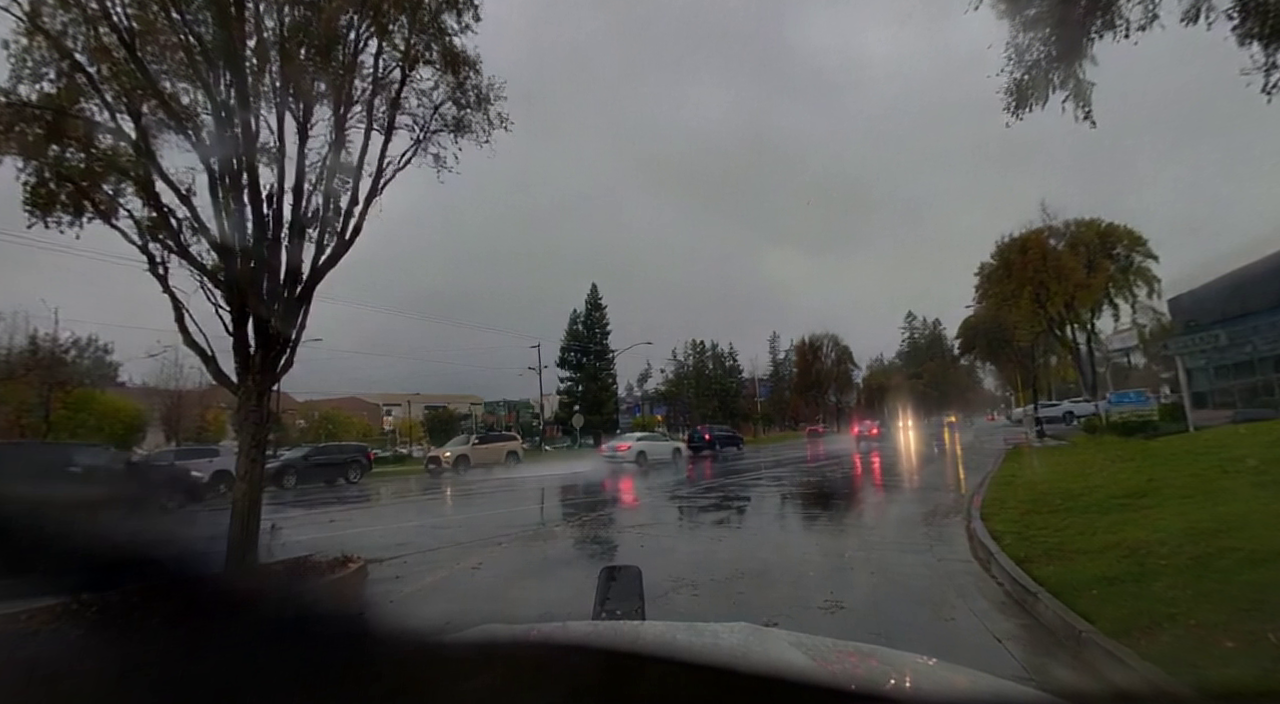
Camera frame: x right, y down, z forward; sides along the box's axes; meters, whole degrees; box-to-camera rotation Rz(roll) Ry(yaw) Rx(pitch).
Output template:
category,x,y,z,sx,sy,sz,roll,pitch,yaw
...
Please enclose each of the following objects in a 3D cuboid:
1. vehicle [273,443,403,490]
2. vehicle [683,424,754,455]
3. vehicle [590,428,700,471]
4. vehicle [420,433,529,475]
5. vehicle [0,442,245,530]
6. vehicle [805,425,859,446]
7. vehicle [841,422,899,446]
category,x,y,z,sx,sy,sz,roll,pitch,yaw
vehicle,-12.311,4.614,25.990,1.904,1.719,4.326,-6,-10,37
vehicle,5.240,5.720,41.405,2.195,1.909,5.353,-5,-10,37
vehicle,0.342,4.081,26.722,2.040,1.625,5.119,-5,-10,36
vehicle,-8.215,5.050,31.729,2.134,1.924,4.911,-7,-10,41
vehicle,-11.263,2.644,13.009,2.146,1.555,4.810,-8,-11,41
vehicle,14.816,6.427,48.603,2.218,1.466,5.191,-5,-9,37
vehicle,16.594,5.915,45.446,1.949,1.640,5.372,-7,-10,42
